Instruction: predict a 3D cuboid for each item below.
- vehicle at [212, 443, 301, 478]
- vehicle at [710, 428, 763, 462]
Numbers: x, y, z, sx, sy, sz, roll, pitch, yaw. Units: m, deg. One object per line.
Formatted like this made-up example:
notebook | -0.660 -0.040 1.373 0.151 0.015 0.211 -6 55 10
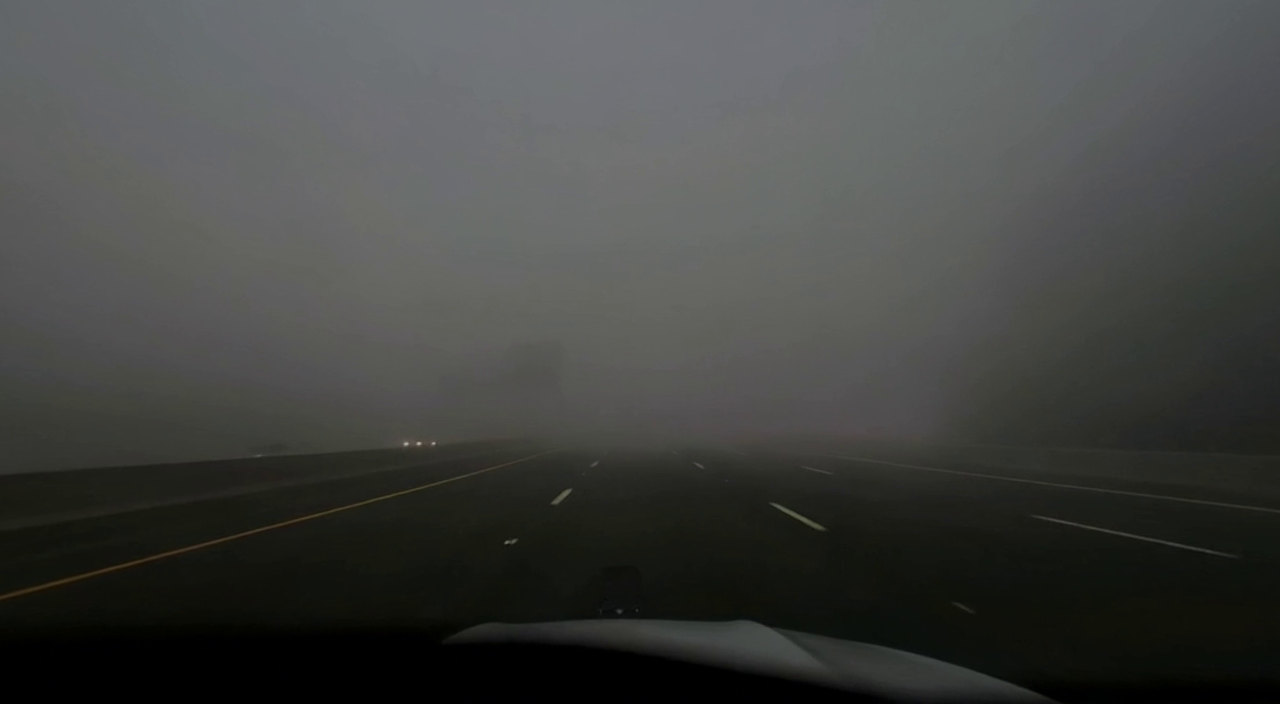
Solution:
vehicle | -17.622 4.971 29.112 1.741 1.450 3.810 0 -8 -1
vehicle | 4.517 4.390 29.949 1.802 1.492 3.804 0 -8 -2
